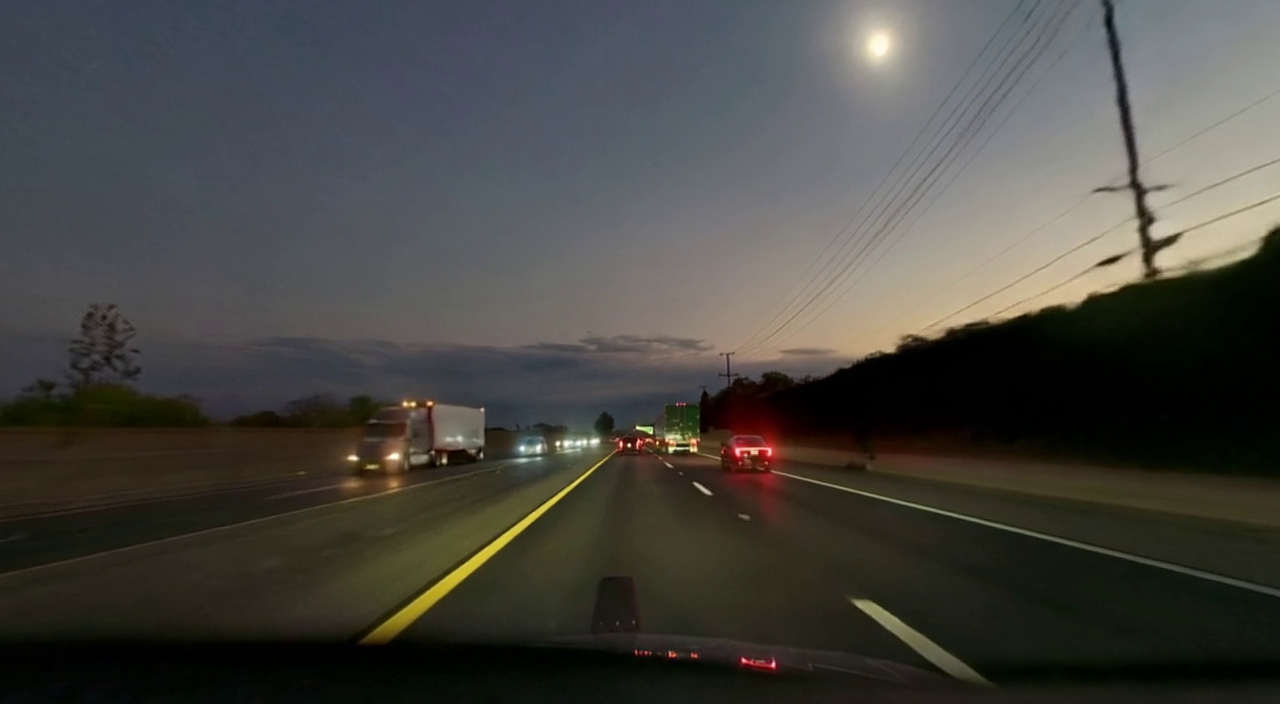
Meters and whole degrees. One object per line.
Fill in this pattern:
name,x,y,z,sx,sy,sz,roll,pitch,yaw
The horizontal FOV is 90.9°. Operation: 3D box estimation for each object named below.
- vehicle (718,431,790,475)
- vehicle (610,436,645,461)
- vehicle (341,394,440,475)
vehicle,4.331,3.883,24.534,1.930,1.573,3.853,0,-8,-2
vehicle,-0.797,6.205,40.746,2.163,1.466,3.693,0,-8,-1
vehicle,-13.787,4.630,35.466,3.005,4.138,6.065,0,-8,-1
